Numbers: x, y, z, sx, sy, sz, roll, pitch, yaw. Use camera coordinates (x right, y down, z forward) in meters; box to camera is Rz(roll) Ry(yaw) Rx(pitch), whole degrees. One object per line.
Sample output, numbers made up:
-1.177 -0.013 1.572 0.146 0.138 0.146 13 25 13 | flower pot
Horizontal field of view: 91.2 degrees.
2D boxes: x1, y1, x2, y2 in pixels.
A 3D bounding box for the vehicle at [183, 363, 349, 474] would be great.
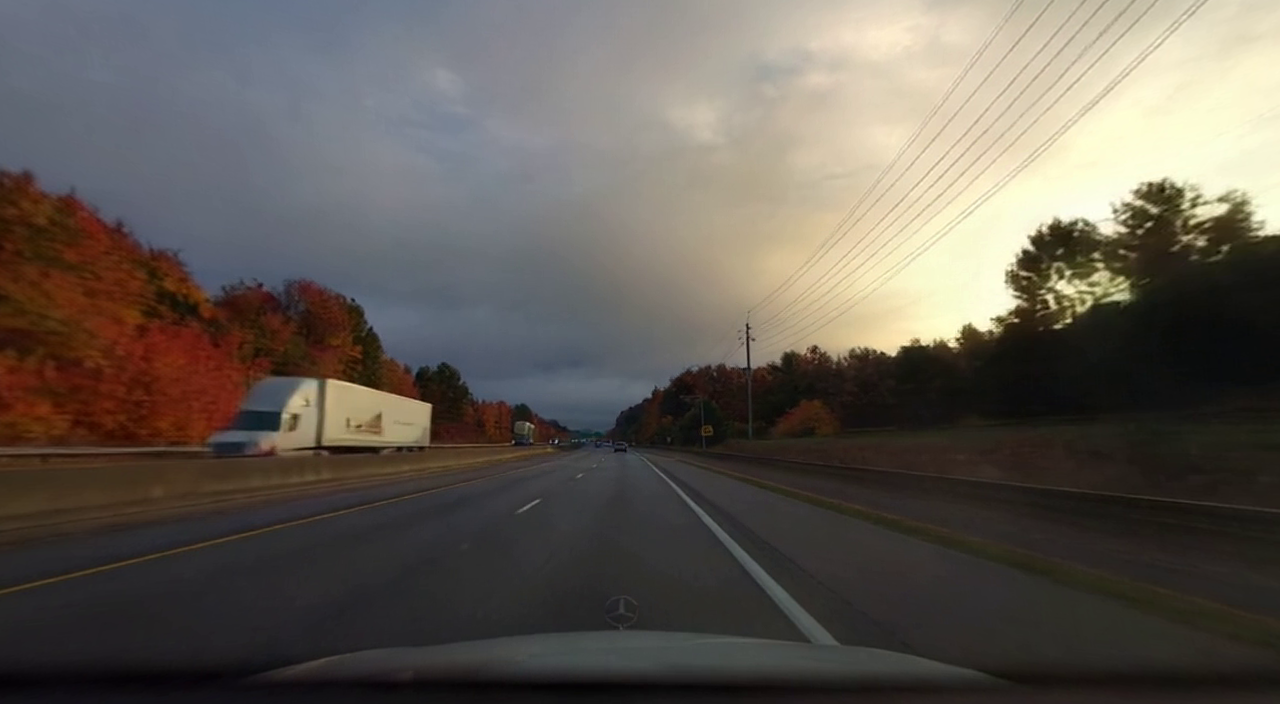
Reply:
-15.385 2.932 26.499 3.088 4.148 6.103 0 -9 -1 | vehicle
